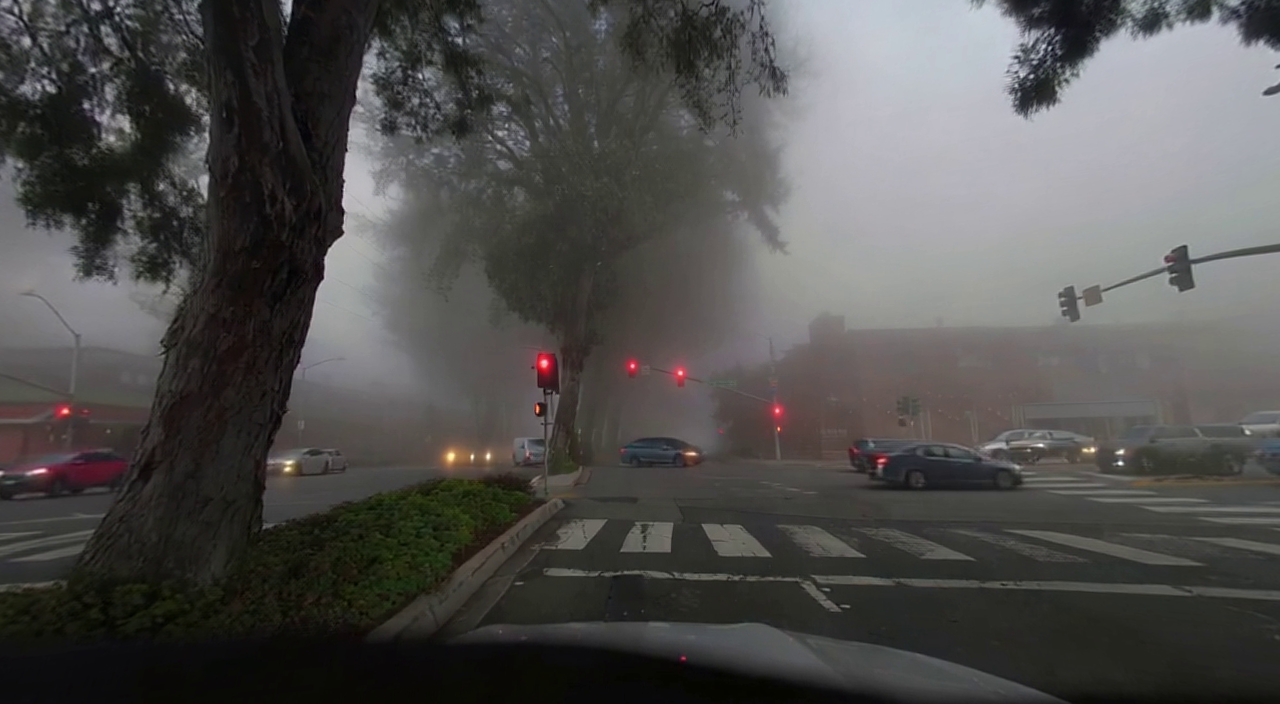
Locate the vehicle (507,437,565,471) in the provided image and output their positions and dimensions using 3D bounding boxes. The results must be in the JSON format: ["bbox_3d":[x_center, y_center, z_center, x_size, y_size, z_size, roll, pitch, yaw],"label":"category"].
[{"bbox_3d":[-6.272,6.016,37.378,2.276,1.842,4.958,4,-9,-23],"label":"vehicle"}]

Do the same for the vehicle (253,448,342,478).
[{"bbox_3d":[-18.292,5.910,33.843,2.203,1.471,4.723,0,-8,-1],"label":"vehicle"}]

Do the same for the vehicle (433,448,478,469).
[{"bbox_3d":[-12.228,7.037,41.769,1.921,1.304,4.050,0,-8,-3],"label":"vehicle"}]

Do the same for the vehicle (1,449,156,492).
[{"bbox_3d":[-21.668,4.562,24.544,1.853,1.456,4.531,0,-8,0],"label":"vehicle"}]

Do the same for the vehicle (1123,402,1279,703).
[{"bbox_3d":[3.092,0.658,0.419,1.990,1.454,4.490,0,-8,1],"label":"vehicle"}]

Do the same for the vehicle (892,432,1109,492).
[{"bbox_3d":[9.589,2.964,17.196,4.719,1.449,2.026,-2,-9,16],"label":"vehicle"}]

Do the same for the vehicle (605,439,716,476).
[{"bbox_3d":[0.850,4.771,28.749,5.017,1.515,2.006,-8,-12,44],"label":"vehicle"}]
